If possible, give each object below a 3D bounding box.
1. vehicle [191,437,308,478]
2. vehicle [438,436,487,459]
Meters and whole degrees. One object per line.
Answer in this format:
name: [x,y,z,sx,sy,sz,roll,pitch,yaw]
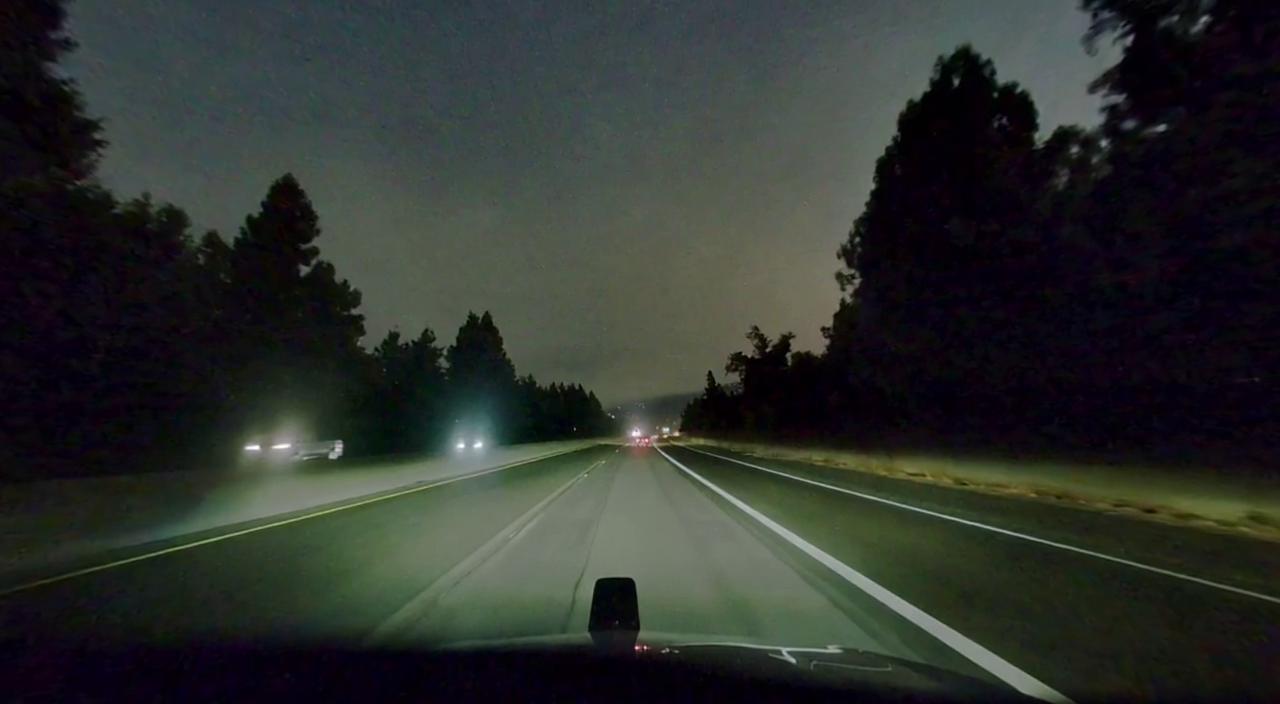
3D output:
vehicle: [-15.900,4.279,25.997,1.926,1.518,4.474,0,-8,0]
vehicle: [-12.271,6.626,43.852,2.037,1.534,4.739,0,-8,-1]
